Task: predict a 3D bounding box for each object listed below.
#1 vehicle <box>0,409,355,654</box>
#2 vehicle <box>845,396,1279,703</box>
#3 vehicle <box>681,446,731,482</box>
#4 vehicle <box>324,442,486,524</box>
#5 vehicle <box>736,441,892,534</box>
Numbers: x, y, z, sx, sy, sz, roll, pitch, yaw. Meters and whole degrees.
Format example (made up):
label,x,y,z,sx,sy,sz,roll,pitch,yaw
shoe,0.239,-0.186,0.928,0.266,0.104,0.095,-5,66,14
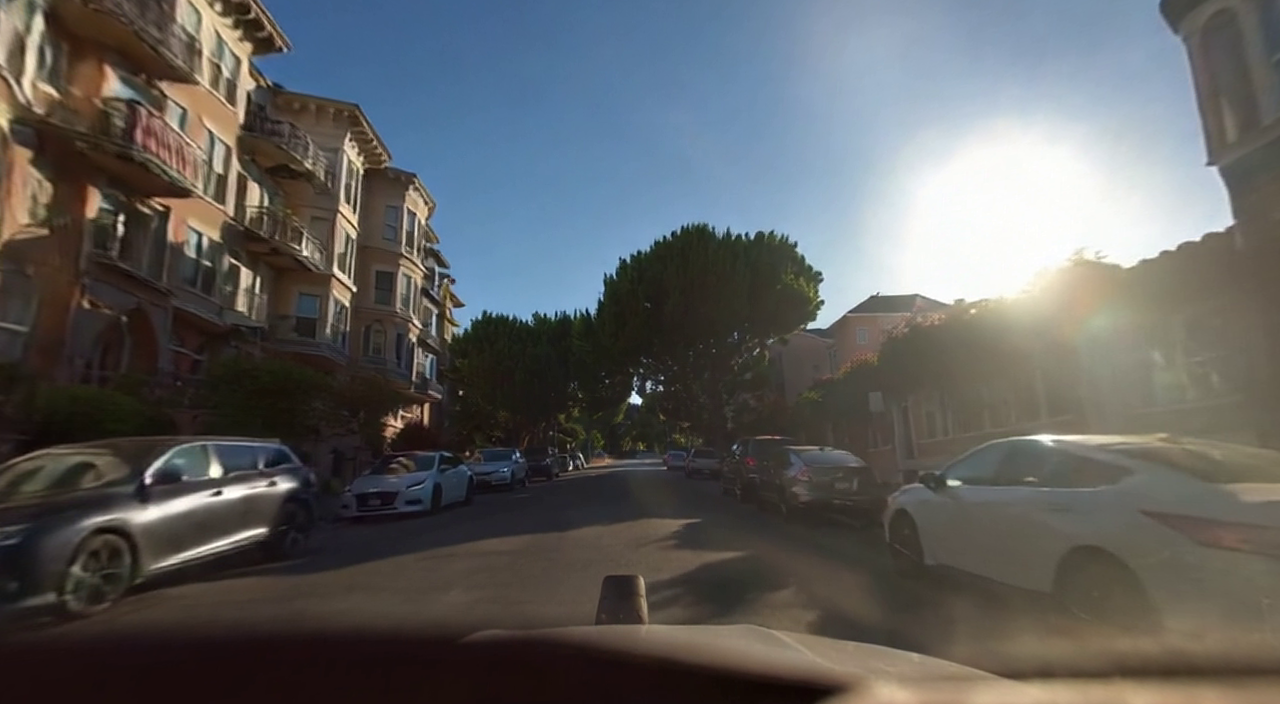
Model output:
label,x,y,z,sx,sy,sz,roll,pitch,yaw
vehicle,-5.600,1.684,7.209,2.222,1.735,5.215,0,-9,1
vehicle,3.751,1.422,5.317,2.187,1.699,5.038,0,-9,-2
vehicle,3.652,6.261,35.691,2.137,1.848,4.953,0,-9,-2
vehicle,-5.765,3.244,16.407,2.256,1.590,5.488,-3,-8,-2
vehicle,3.536,2.831,13.970,1.988,1.652,5.017,0,-9,0
